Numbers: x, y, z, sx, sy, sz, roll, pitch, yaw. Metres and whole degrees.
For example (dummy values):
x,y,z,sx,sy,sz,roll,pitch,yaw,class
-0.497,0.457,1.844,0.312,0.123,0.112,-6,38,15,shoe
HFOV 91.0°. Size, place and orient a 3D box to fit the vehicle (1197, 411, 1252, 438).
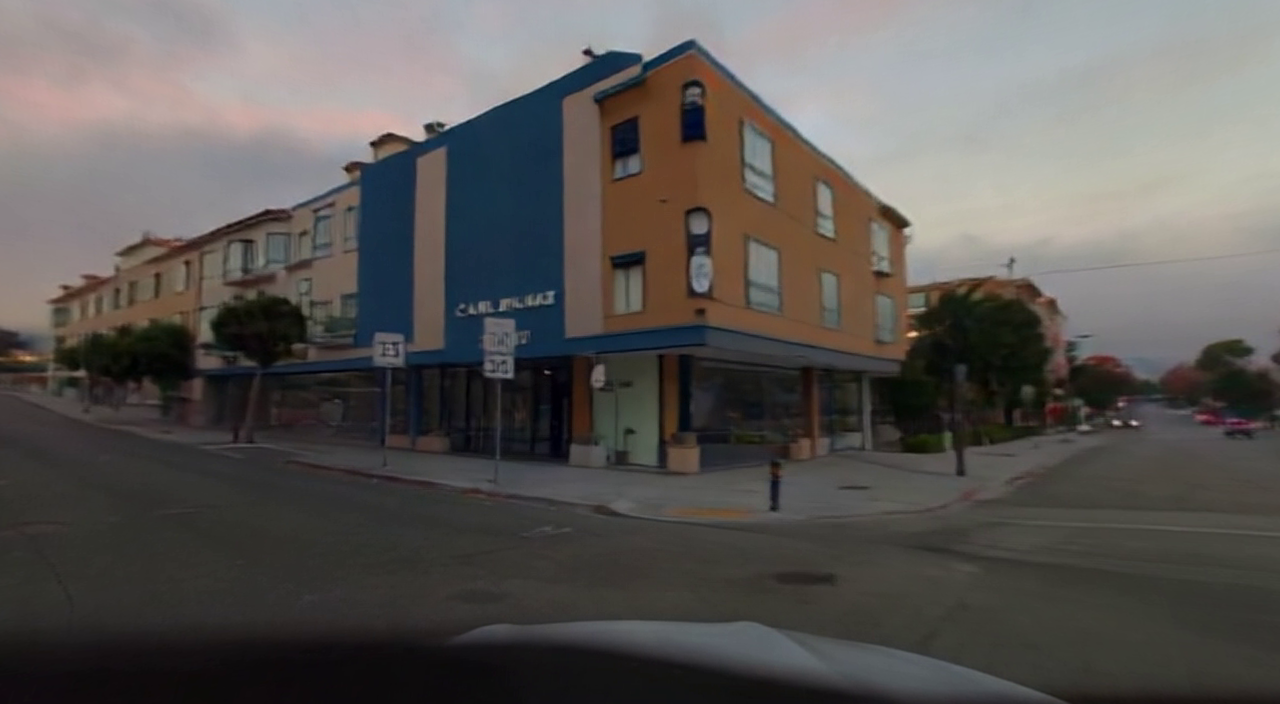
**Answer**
x,y,z,sx,sy,sz,roll,pitch,yaw,class
42.884,5.365,46.259,2.152,1.874,4.209,-4,-9,33,vehicle
